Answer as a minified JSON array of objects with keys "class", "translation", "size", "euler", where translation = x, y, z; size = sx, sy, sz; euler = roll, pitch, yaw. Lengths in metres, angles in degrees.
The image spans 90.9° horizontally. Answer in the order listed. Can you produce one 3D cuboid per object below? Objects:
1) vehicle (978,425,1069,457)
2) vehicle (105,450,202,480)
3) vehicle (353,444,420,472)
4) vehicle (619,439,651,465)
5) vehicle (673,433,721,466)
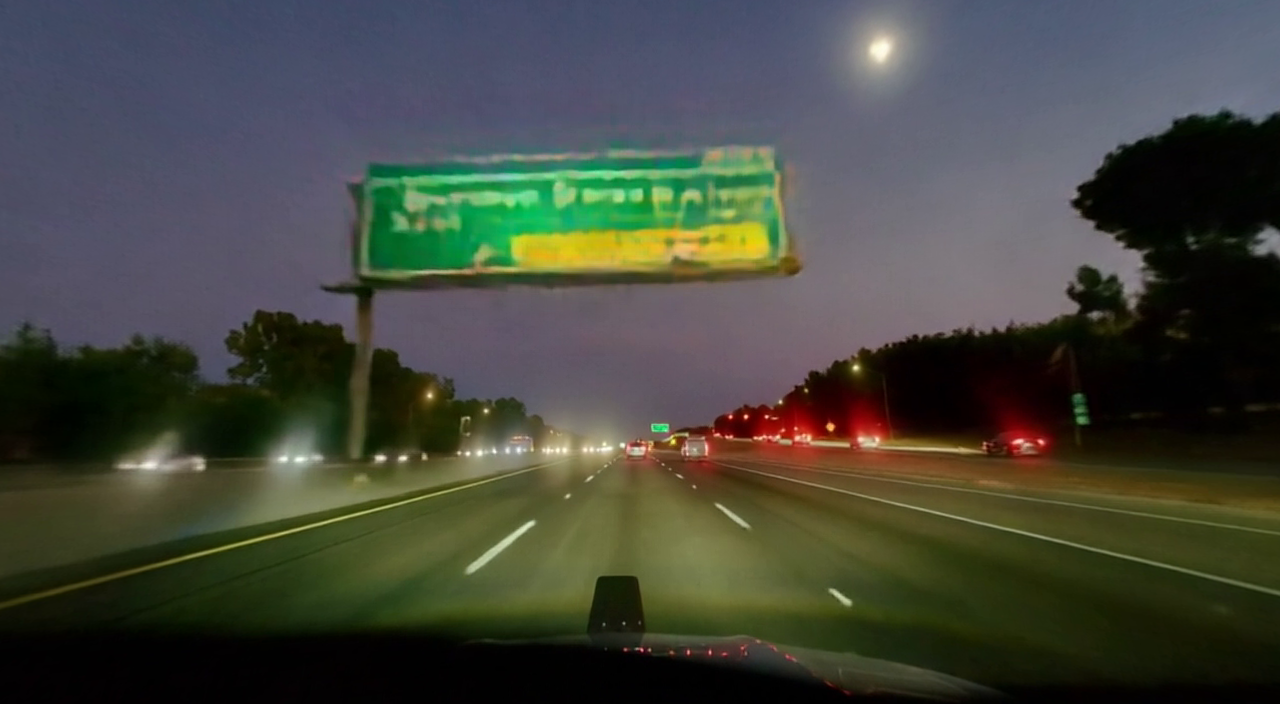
[{"class":"vehicle","translation":[18.811,4.428,31.220],"size":[1.872,1.459,4.502],"euler":[-1,-8,3]},{"class":"vehicle","translation":[-26.081,6.065,34.054],"size":[1.834,1.445,4.472],"euler":[0,-8,-3]},{"class":"vehicle","translation":[-15.115,6.349,37.946],"size":[1.941,1.552,5.119],"euler":[0,-8,0]},{"class":"vehicle","translation":[-0.326,6.885,43.593],"size":[2.105,1.711,4.293],"euler":[0,-8,0]},{"class":"vehicle","translation":[3.641,6.392,41.536],"size":[2.505,2.020,5.532],"euler":[0,-8,-1]}]
